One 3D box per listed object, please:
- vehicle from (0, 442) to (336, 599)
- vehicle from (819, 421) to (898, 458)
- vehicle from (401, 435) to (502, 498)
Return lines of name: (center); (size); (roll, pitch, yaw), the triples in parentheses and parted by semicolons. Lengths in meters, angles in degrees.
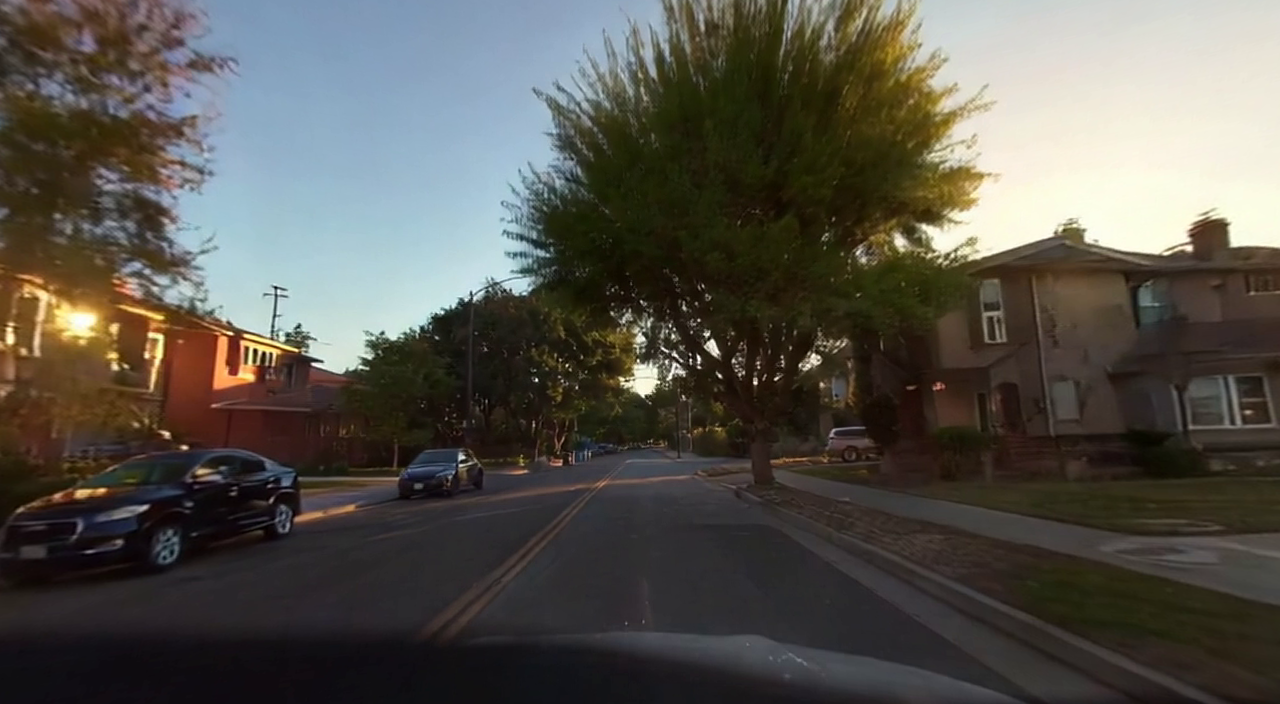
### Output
vehicle: (-6.377, 2.138, 9.012); (1.945, 1.530, 4.430); (-4, -8, -1)
vehicle: (11.288, 4.581, 32.980); (2.189, 1.756, 5.053); (1, -8, -2)
vehicle: (-6.465, 3.921, 22.231); (2.169, 1.871, 4.762); (-2, -8, -1)
